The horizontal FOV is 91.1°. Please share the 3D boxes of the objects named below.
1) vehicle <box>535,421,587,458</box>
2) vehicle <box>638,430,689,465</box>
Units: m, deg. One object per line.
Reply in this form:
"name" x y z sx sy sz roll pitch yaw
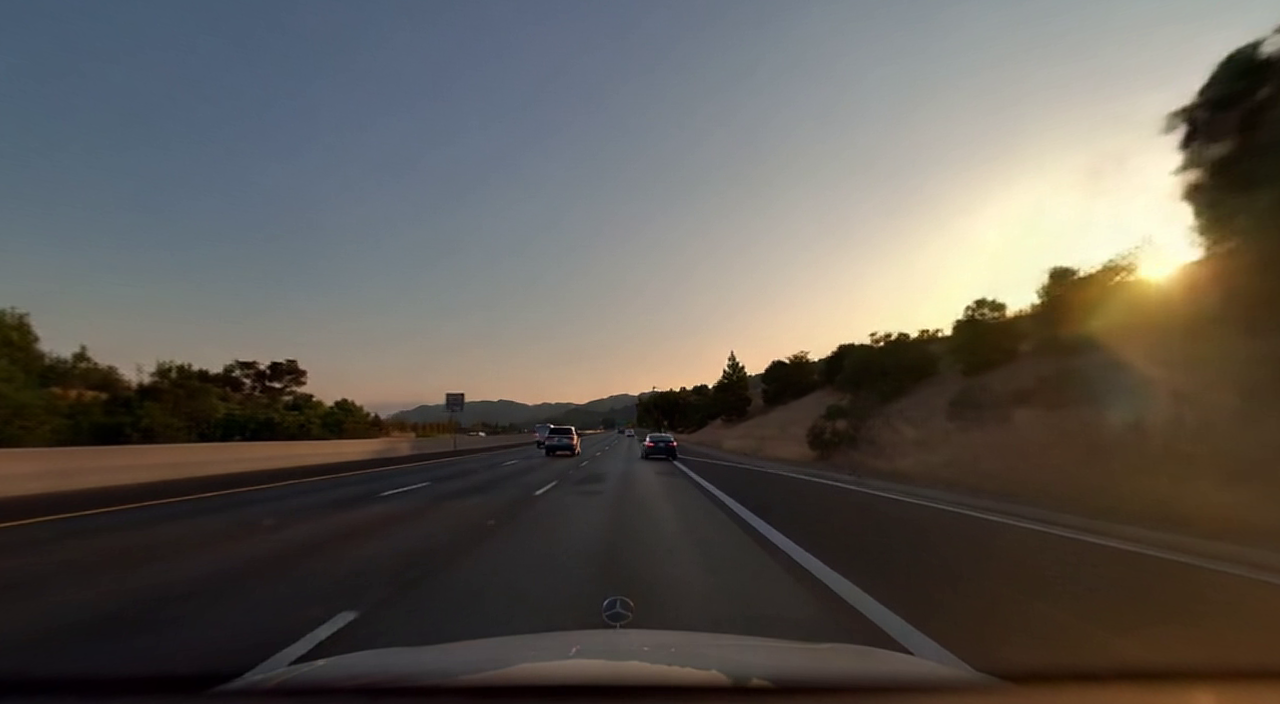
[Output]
"vehicle" -4.299 4.853 34.931 2.251 1.938 4.708 0 -8 0
"vehicle" 0.986 4.287 28.431 1.948 1.470 3.913 0 -8 -3
